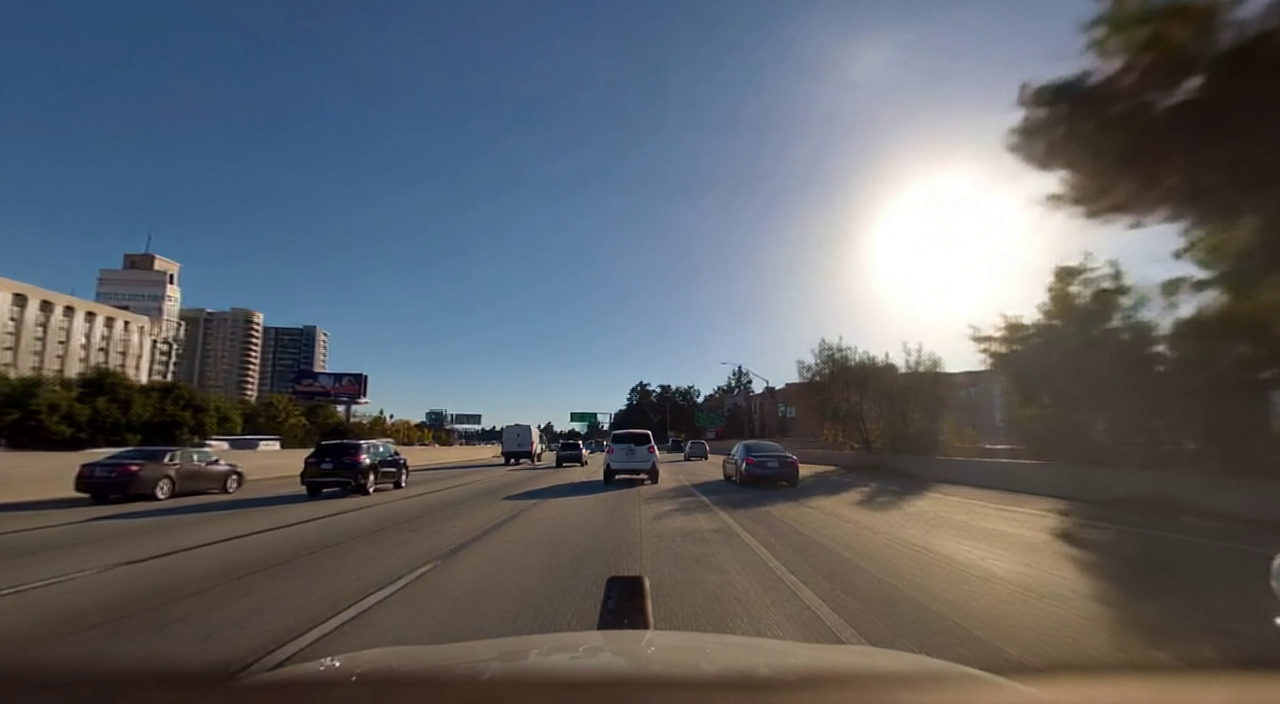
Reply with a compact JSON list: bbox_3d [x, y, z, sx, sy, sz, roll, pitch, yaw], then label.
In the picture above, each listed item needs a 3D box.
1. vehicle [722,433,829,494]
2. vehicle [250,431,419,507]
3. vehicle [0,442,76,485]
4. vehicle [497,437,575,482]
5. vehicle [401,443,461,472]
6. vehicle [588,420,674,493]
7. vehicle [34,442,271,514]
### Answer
[{"bbox_3d":[3.674,3.106,18.015,1.942,1.487,4.518,0,-8,-1],"label":"vehicle"},{"bbox_3d":[-7.438,2.869,15.997,2.021,1.632,4.417,0,-8,1],"label":"vehicle"},{"bbox_3d":[-25.676,4.453,25.297,1.889,1.629,4.486,0,-8,0],"label":"vehicle"},{"bbox_3d":[-3.804,4.018,23.892,2.079,1.499,4.512,0,-8,1],"label":"vehicle"},{"bbox_3d":[-11.435,5.752,34.764,1.923,1.480,3.905,0,-8,0],"label":"vehicle"},{"bbox_3d":[-0.250,3.023,18.599,2.209,1.863,4.626,0,-8,0],"label":"vehicle"},{"bbox_3d":[-11.204,2.877,15.047,1.970,1.441,4.555,0,-8,1],"label":"vehicle"}]
